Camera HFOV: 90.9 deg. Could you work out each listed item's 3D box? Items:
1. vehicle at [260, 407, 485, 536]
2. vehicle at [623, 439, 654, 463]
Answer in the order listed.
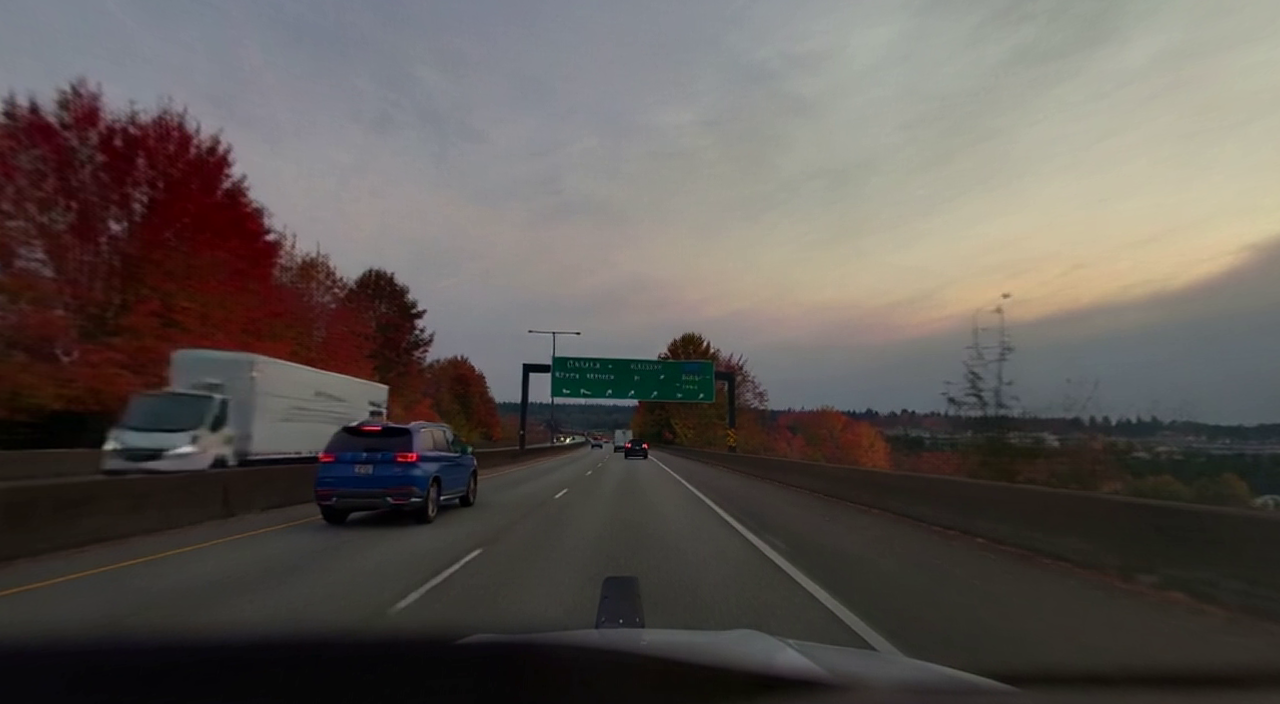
[{"bbox_3d":[-4.144,1.925,10.666,1.924,1.720,4.195,0,-8,0],"label":"vehicle"},{"bbox_3d":[-0.120,6.483,41.413,1.939,1.497,3.863,0,-8,0],"label":"vehicle"}]
